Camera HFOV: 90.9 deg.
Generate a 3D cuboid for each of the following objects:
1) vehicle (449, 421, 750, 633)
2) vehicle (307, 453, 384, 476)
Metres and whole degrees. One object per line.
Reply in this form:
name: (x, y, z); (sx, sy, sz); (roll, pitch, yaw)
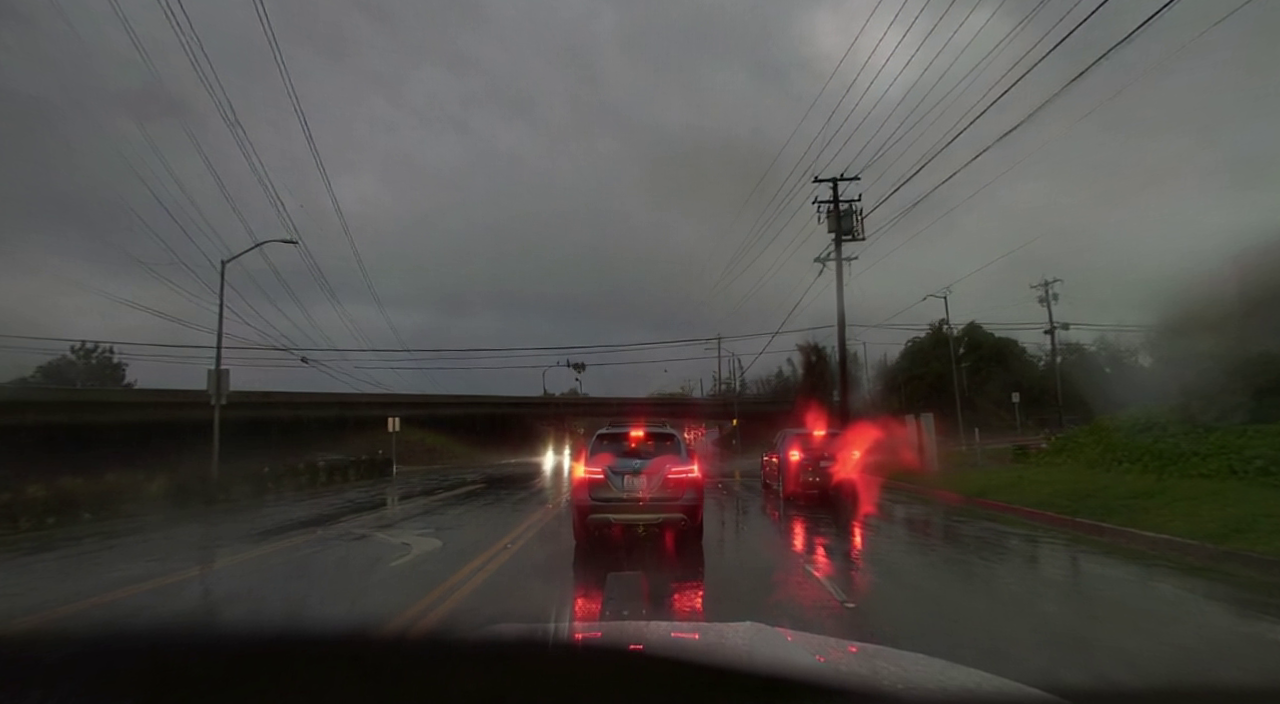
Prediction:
vehicle: (-0.250, 1.526, 6.474); (2.090, 1.458, 4.033); (-1, -9, 1)
vehicle: (-21.022, 8.017, 45.189); (1.808, 1.539, 4.600); (-7, -11, 39)
